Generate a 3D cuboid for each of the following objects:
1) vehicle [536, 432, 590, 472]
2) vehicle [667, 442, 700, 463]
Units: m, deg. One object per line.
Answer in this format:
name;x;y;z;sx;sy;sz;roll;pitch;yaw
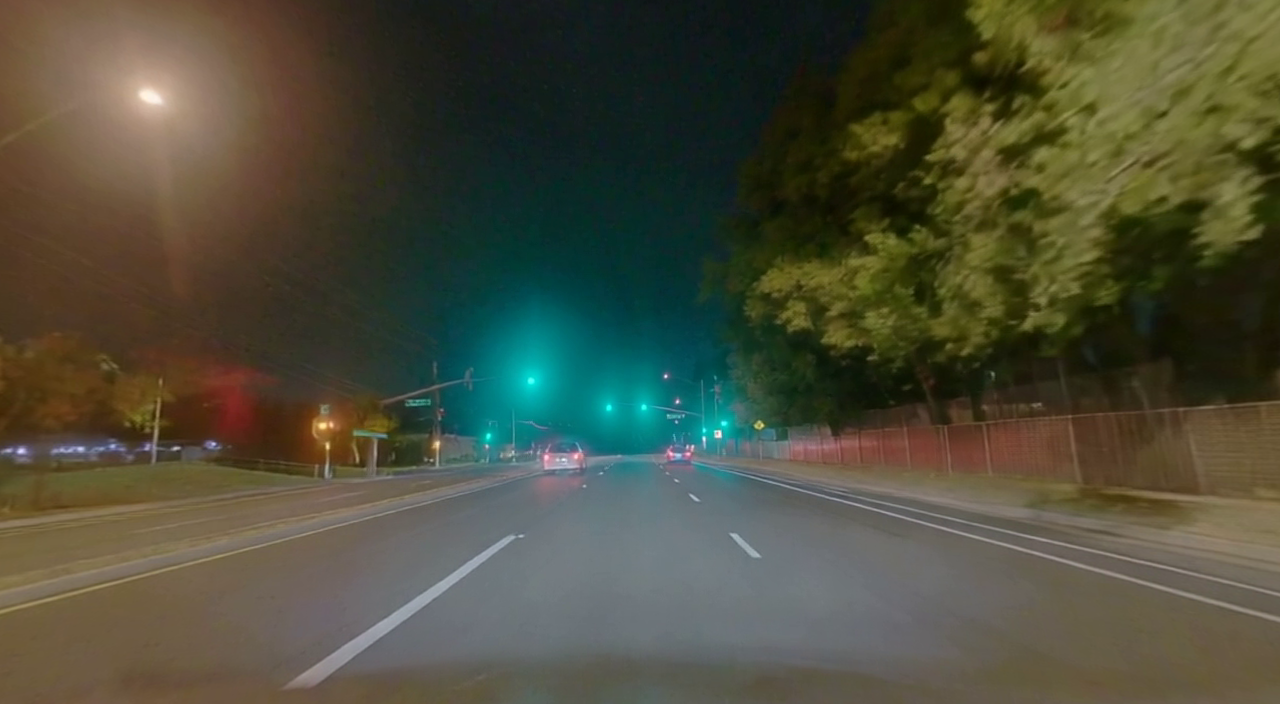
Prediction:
vehicle;-3.734;4.974;31.361;2.078;1.832;4.746;0;-9;0
vehicle;3.145;7.369;46.308;2.105;1.490;4.008;0;-9;-1
